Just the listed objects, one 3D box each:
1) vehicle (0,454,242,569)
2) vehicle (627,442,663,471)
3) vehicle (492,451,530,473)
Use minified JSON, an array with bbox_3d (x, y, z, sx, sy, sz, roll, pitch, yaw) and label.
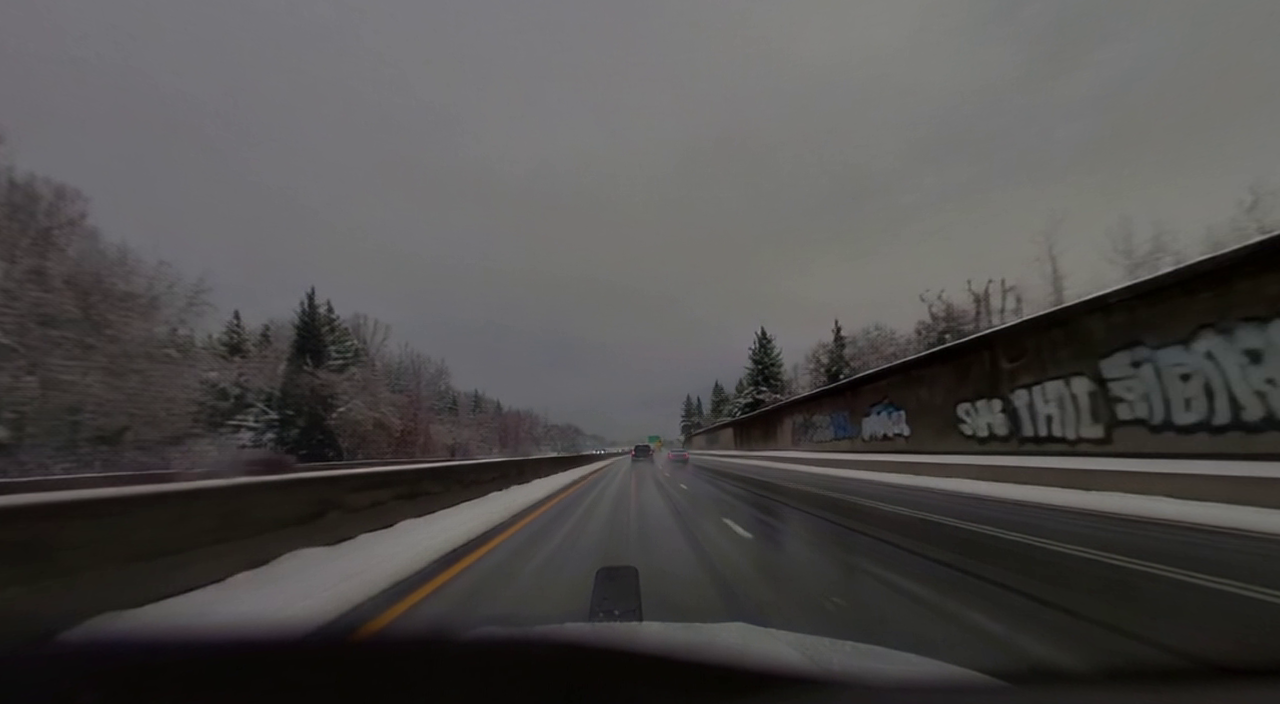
[{"bbox_3d":[-9.110,2.512,10.652,1.895,1.498,4.329,0,-9,-1],"label":"vehicle"},{"bbox_3d":[0.263,6.508,39.042,2.095,1.671,4.219,0,-9,-1],"label":"vehicle"},{"bbox_3d":[-9.563,8.144,46.751,1.904,1.499,4.352,-1,-9,0],"label":"vehicle"}]
